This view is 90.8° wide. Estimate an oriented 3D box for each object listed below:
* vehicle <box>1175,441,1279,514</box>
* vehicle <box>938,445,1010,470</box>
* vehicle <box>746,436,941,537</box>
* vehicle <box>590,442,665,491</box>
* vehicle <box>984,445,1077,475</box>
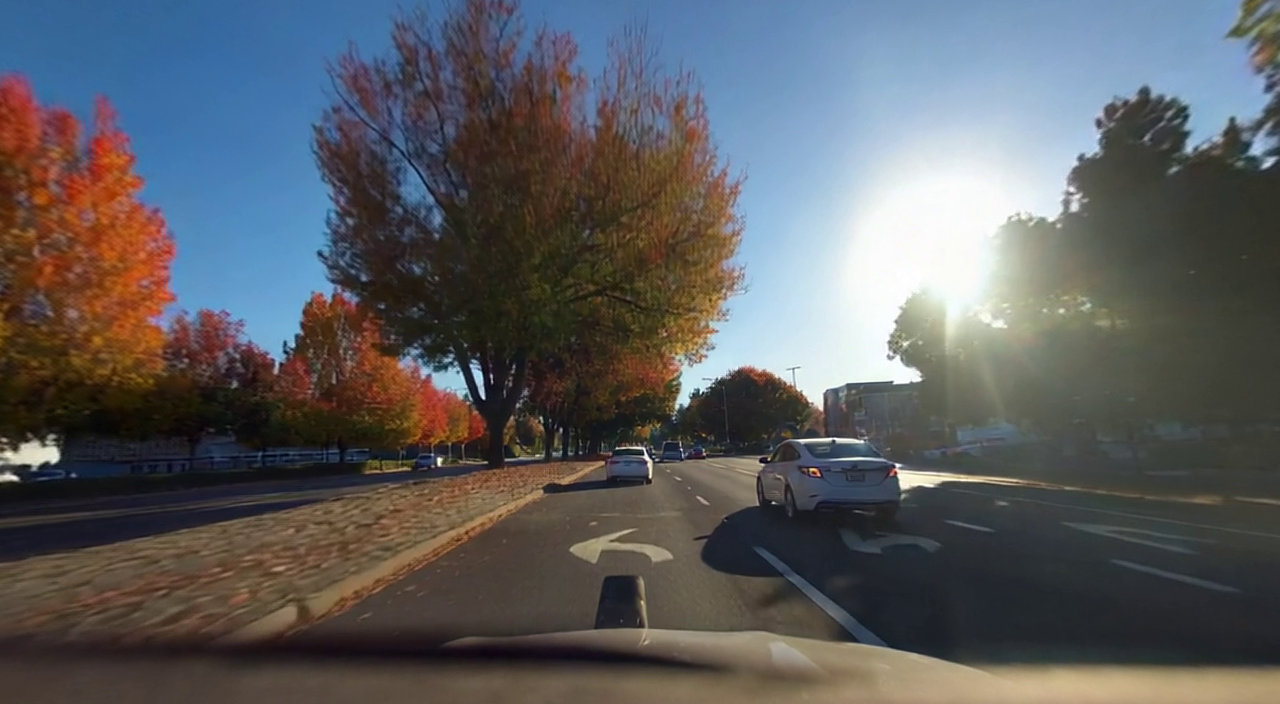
[{"bbox_3d":[14.502,2.629,13.166,2.049,1.521,5.277,0,-9,0],"label":"vehicle"},{"bbox_3d":[20.787,6.571,39.577,1.890,1.455,4.592,1,-9,-2],"label":"vehicle"},{"bbox_3d":[3.405,2.337,11.640,2.094,1.480,4.323,0,-9,-1],"label":"vehicle"},{"bbox_3d":[-0.391,3.845,21.522,2.289,1.471,4.477,0,-9,-1],"label":"vehicle"},{"bbox_3d":[20.788,5.745,33.937,1.890,1.445,4.805,0,-9,-1],"label":"vehicle"}]
